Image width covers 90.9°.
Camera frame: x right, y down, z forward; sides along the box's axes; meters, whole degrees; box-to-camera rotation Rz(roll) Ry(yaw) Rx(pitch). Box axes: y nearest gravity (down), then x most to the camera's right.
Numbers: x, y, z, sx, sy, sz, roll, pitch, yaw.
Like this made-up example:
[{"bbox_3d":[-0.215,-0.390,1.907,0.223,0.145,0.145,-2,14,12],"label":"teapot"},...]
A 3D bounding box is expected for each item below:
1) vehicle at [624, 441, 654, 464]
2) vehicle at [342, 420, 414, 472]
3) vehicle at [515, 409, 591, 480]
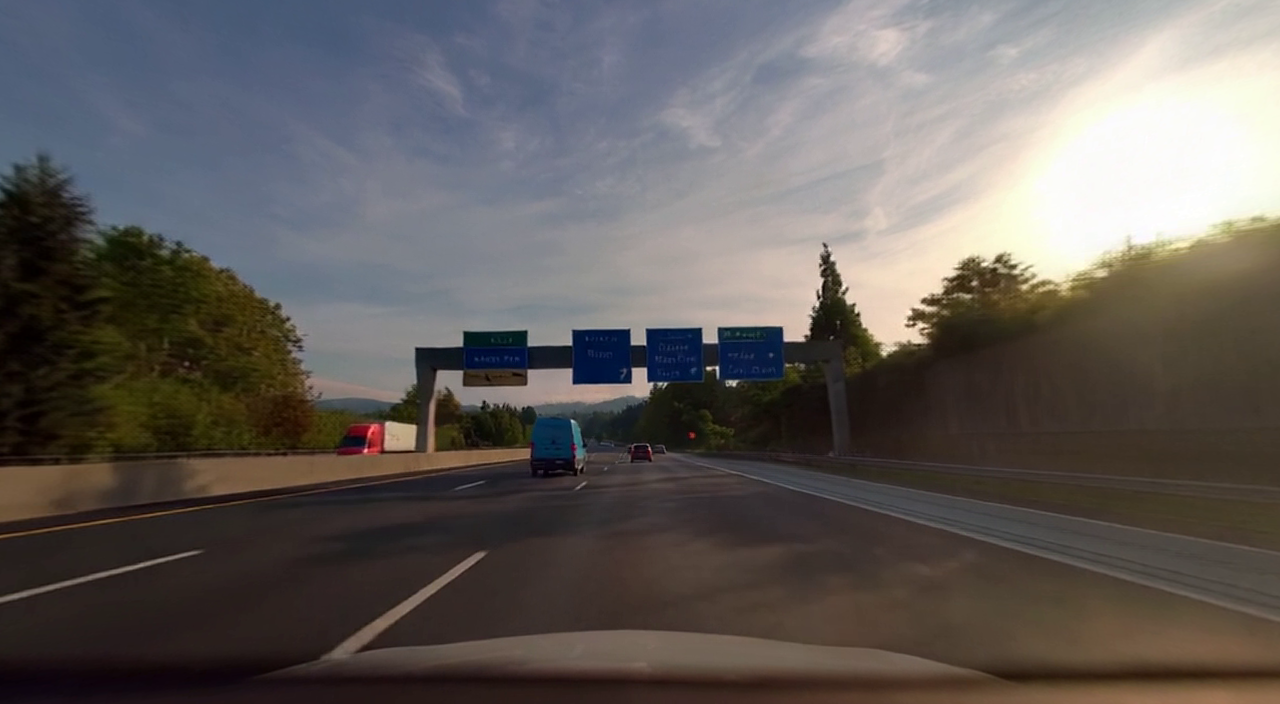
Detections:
[{"bbox_3d":[-0.059,7.780,48.740,2.183,1.662,3.968,0,-9,0],"label":"vehicle"},{"bbox_3d":[-20.342,7.375,49.352,2.966,3.817,5.992,0,-9,0],"label":"vehicle"},{"bbox_3d":[-3.600,4.011,27.309,2.382,2.736,5.982,0,-9,0],"label":"vehicle"}]
